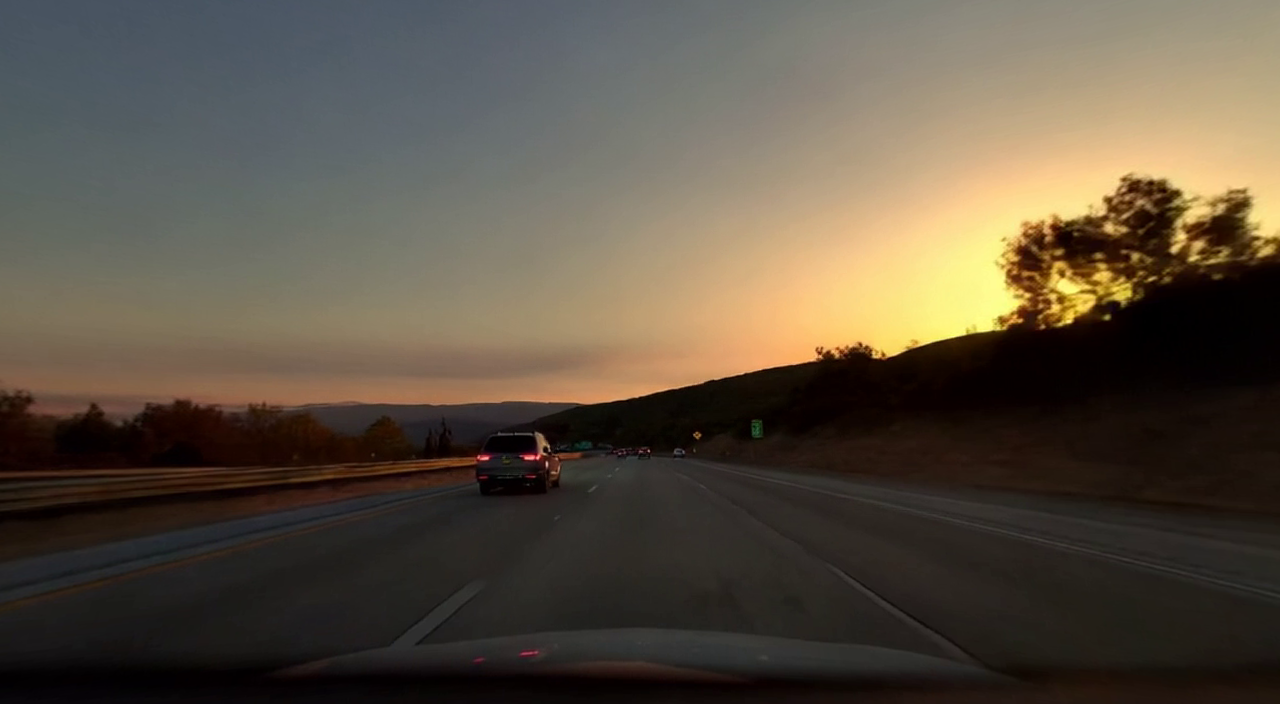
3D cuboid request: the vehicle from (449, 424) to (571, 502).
[{"bbox_3d":[-3.575,3.214,18.654,2.379,1.918,5.504,0,-9,1],"label":"vehicle"}]
